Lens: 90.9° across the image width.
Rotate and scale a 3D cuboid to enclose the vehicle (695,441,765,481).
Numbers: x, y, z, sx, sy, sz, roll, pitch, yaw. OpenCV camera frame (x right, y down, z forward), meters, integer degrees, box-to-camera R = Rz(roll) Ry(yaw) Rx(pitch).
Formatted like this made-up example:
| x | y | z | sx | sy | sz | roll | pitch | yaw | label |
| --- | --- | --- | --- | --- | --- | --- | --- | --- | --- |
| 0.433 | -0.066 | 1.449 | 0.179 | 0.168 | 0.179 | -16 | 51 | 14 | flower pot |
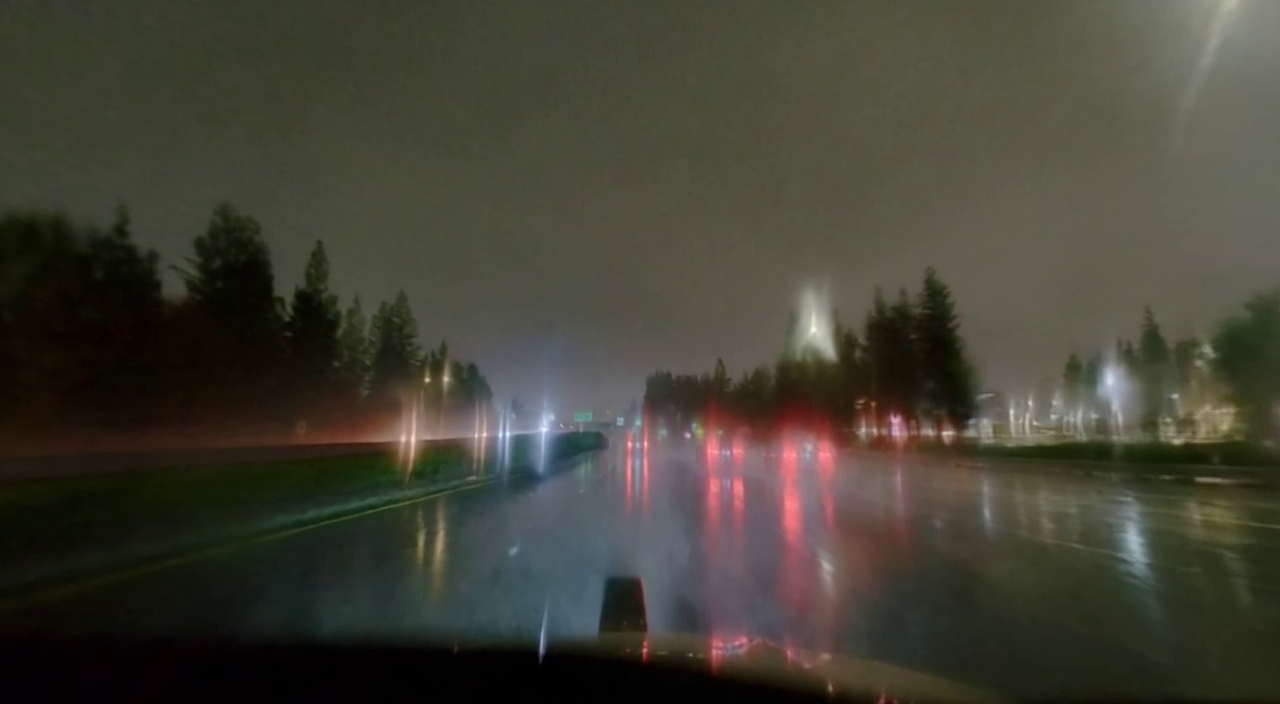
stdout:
| x | y | z | sx | sy | sz | roll | pitch | yaw | label |
| --- | --- | --- | --- | --- | --- | --- | --- | --- | --- |
| 3.497 | 4.338 | 25.436 | 2.069 | 1.431 | 4.313 | 0 | -8 | -2 | vehicle |
